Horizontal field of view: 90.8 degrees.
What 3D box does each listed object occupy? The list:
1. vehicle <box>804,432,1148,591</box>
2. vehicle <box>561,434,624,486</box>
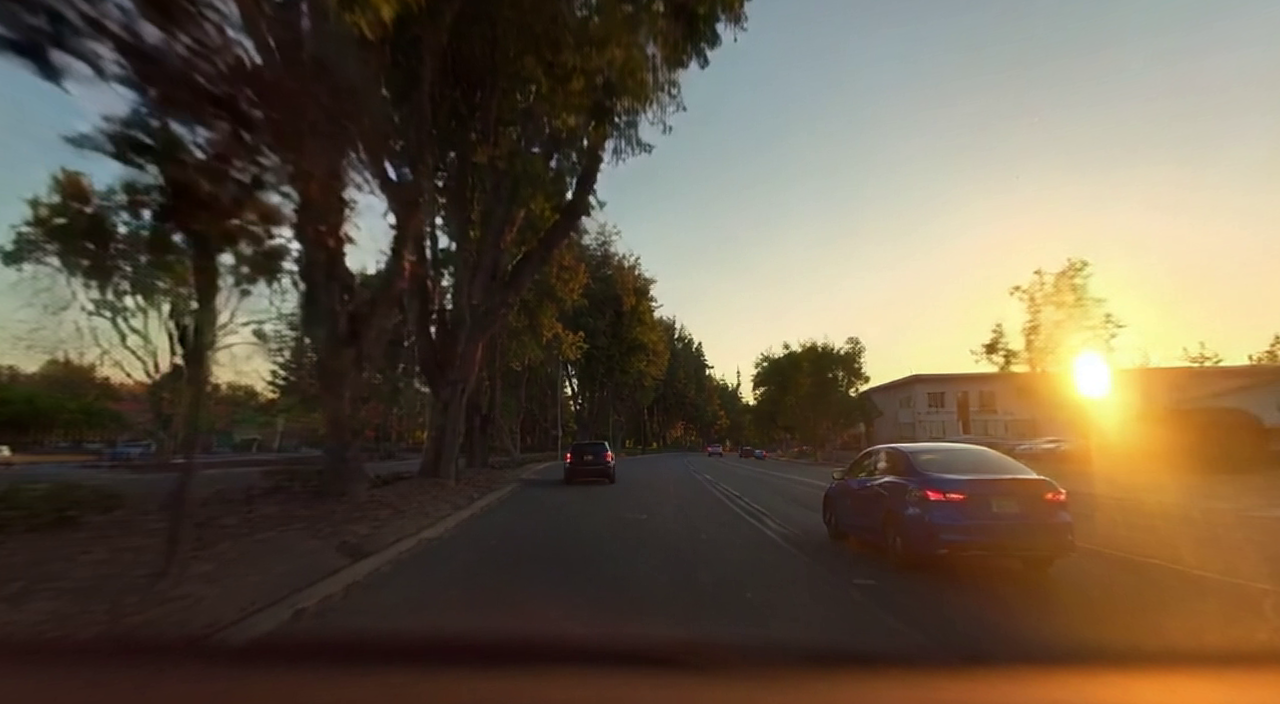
[{"bbox_3d":[3.627,1.774,7.968,1.918,1.418,4.360,0,-8,0],"label":"vehicle"},{"bbox_3d":[-1.744,3.921,23.210,2.085,1.693,4.301,0,-8,-4],"label":"vehicle"}]
